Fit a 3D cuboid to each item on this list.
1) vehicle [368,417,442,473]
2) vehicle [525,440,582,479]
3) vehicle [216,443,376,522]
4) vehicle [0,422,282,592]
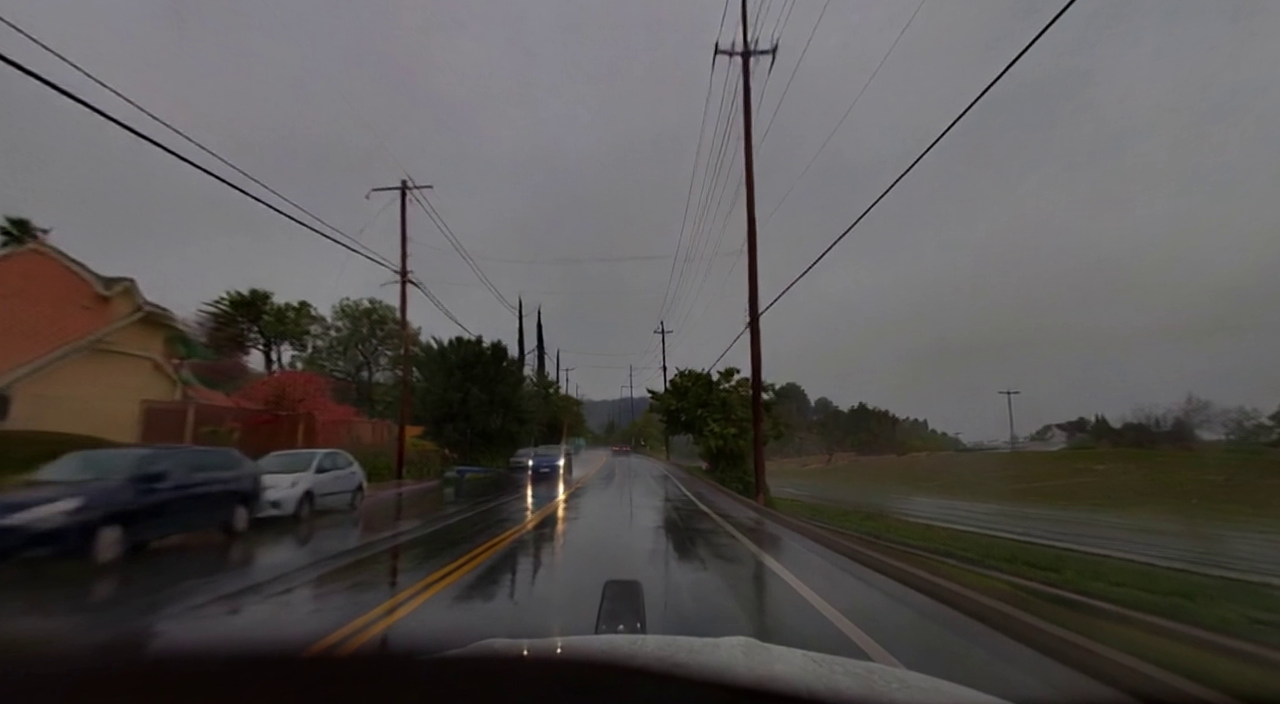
[{"bbox_3d":[-11.978,4.830,32.741,2.451,2.641,5.869,2,-9,-10],"label":"vehicle"},{"bbox_3d":[-4.022,5.078,30.103,2.103,1.690,4.508,0,-9,0],"label":"vehicle"},{"bbox_3d":[-7.570,2.880,14.310,1.744,1.538,3.331,1,-10,-2],"label":"vehicle"},{"bbox_3d":[-7.201,1.929,8.641,1.920,1.681,4.490,1,-10,0],"label":"vehicle"}]
